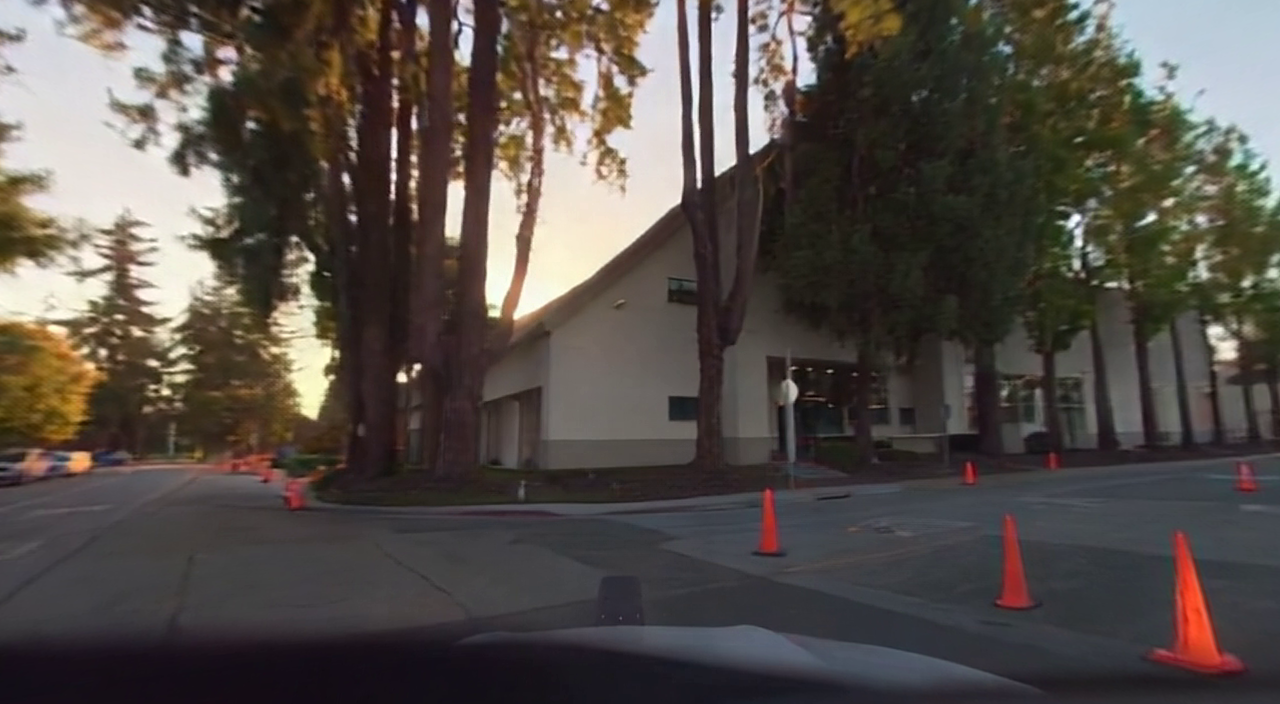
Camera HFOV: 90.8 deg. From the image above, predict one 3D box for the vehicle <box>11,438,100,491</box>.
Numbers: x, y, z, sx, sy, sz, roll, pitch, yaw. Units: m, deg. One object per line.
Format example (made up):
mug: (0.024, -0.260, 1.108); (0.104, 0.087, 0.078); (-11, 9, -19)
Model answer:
vehicle: (-37.214, 7.065, 40.500); (2.510, 2.889, 6.493); (3, -7, -29)

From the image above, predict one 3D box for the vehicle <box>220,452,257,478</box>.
vehicle: (-29.289, 8.157, 46.020); (2.110, 1.733, 4.028); (6, -10, -33)
